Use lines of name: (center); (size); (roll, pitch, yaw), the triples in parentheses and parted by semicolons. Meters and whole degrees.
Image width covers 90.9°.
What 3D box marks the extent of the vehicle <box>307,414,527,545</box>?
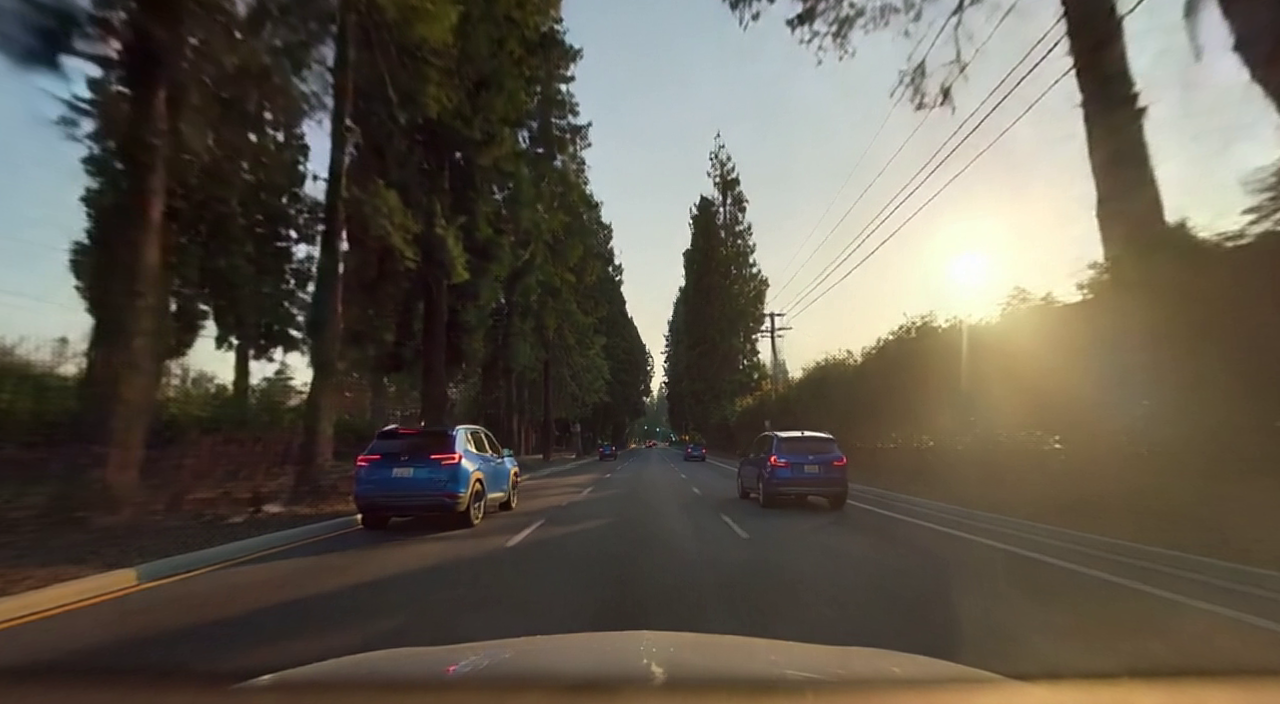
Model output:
vehicle: (-3.481, 2.082, 10.979); (2.104, 1.785, 4.494); (0, -8, 1)

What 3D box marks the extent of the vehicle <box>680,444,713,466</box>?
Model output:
vehicle: (3.890, 7.193, 44.159); (1.906, 1.468, 4.422); (0, -8, 0)

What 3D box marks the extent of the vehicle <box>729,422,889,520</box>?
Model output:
vehicle: (3.360, 2.479, 13.625); (2.182, 1.744, 4.464); (0, -8, 0)
